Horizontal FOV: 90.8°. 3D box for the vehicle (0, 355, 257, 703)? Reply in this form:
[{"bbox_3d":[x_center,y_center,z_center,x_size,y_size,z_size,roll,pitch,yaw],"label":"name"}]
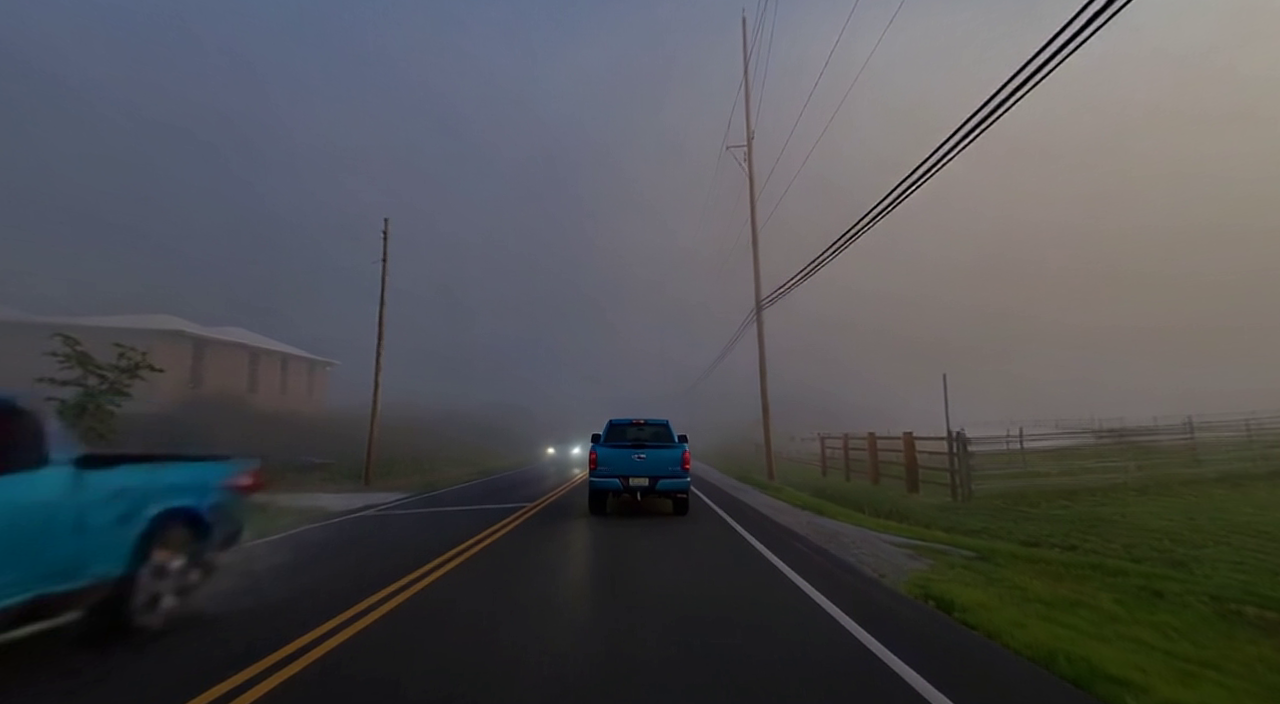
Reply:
[{"bbox_3d":[-4.383,0.882,2.949,2.077,1.805,4.891,0,-8,0],"label":"vehicle"}]

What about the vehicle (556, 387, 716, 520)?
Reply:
[{"bbox_3d":[-0.110,2.150,13.714,2.693,2.223,5.885,0,-8,-1],"label":"vehicle"}]
